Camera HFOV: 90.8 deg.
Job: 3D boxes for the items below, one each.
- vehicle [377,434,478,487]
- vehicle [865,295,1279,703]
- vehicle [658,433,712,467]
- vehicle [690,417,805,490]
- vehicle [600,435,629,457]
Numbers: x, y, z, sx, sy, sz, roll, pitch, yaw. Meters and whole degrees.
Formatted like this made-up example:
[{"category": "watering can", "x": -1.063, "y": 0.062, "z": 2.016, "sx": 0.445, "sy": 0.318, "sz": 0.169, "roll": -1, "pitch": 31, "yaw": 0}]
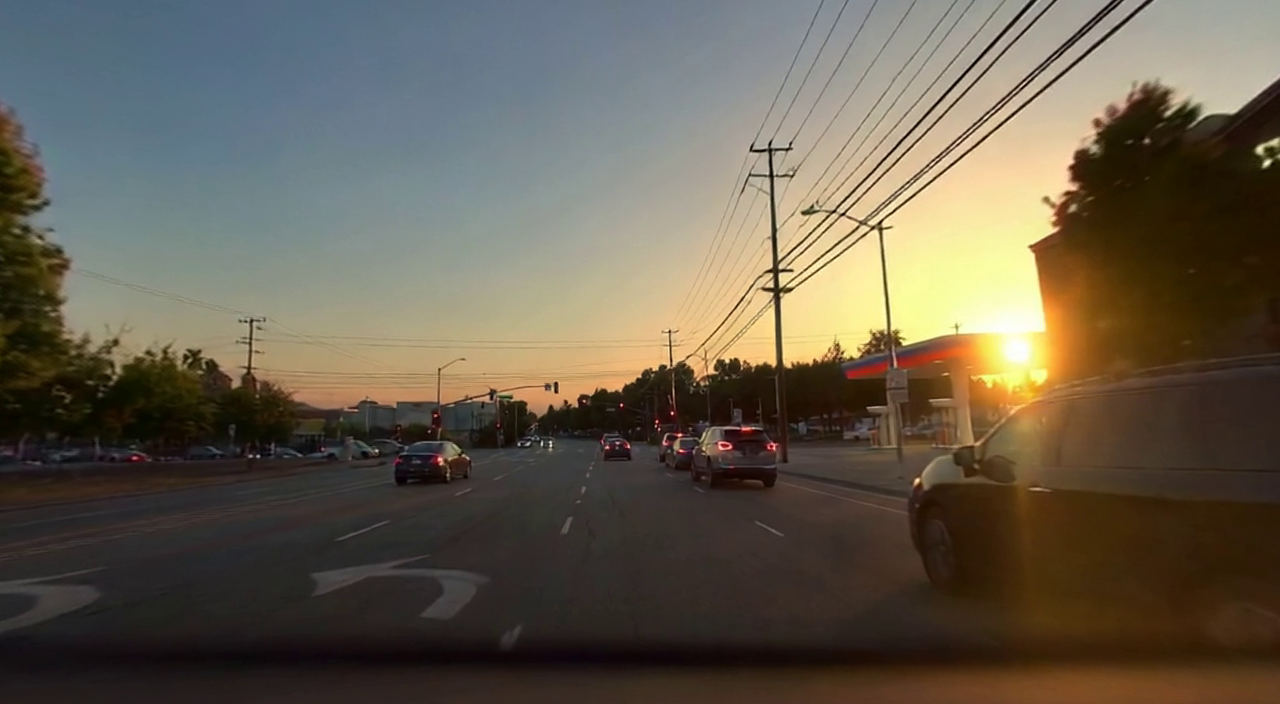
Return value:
[{"category": "vehicle", "x": -6.656, "y": 3.419, "z": 20.298, "sx": 2.075, "sy": 1.470, "sz": 4.190, "roll": 0, "pitch": -8, "yaw": -5}, {"category": "vehicle", "x": 3.628, "y": 0.860, "z": 3.519, "sx": 2.582, "sy": 1.810, "sz": 5.315, "roll": 0, "pitch": -8, "yaw": -2}, {"category": "vehicle", "x": 2.073, "y": 4.692, "z": 30.394, "sx": 1.945, "sy": 1.470, "sz": 4.363, "roll": 0, "pitch": -8, "yaw": -5}, {"category": "vehicle", "x": 2.942, "y": 2.952, "z": 18.623, "sx": 2.124, "sy": 1.824, "sz": 4.973, "roll": 0, "pitch": -8, "yaw": -5}, {"category": "vehicle", "x": -1.905, "y": 6.858, "z": 46.088, "sx": 2.065, "sy": 1.484, "sz": 3.894, "roll": 0, "pitch": -8, "yaw": -4}]
